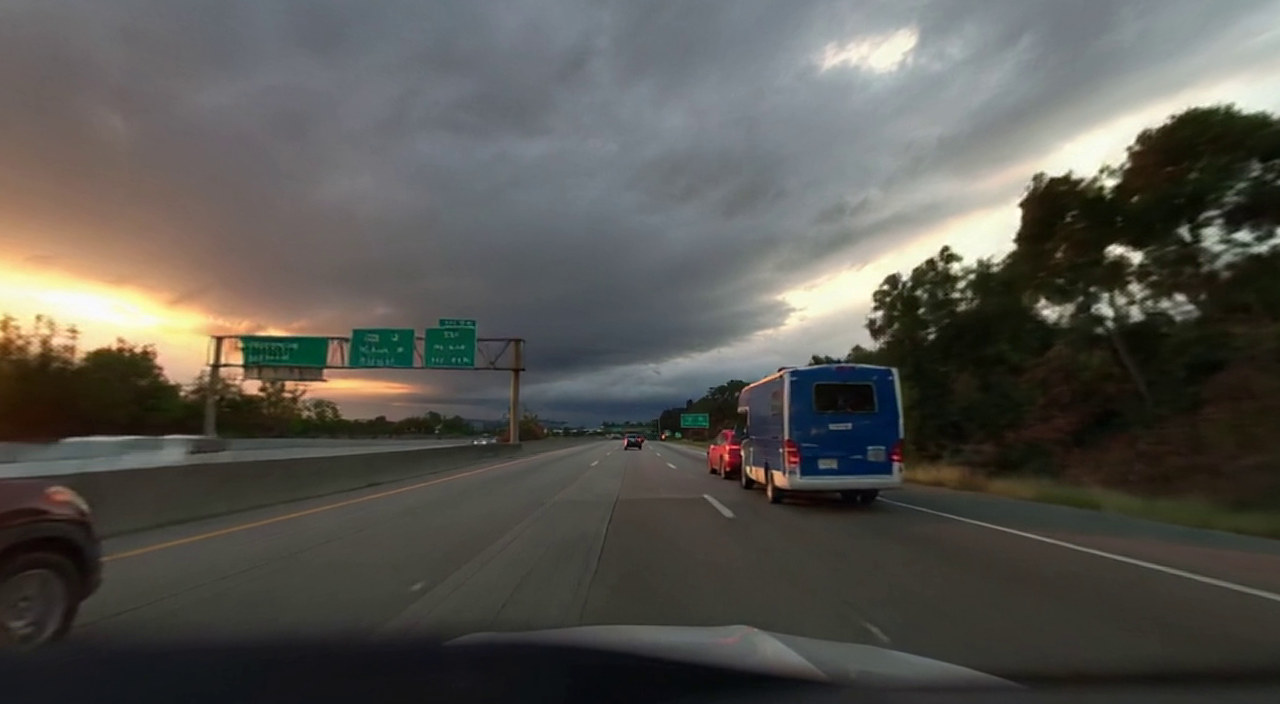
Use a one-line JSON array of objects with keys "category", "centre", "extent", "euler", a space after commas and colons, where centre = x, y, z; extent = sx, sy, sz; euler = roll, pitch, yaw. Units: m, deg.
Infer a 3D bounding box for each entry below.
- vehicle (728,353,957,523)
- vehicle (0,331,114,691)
[{"category": "vehicle", "centre": [3.585, 1.703, 12.737], "extent": [2.590, 2.680, 5.445], "euler": [0, -8, -2]}, {"category": "vehicle", "centre": [-4.093, 0.551, 1.390], "extent": [2.061, 1.732, 4.457], "euler": [0, -8, -2]}]
